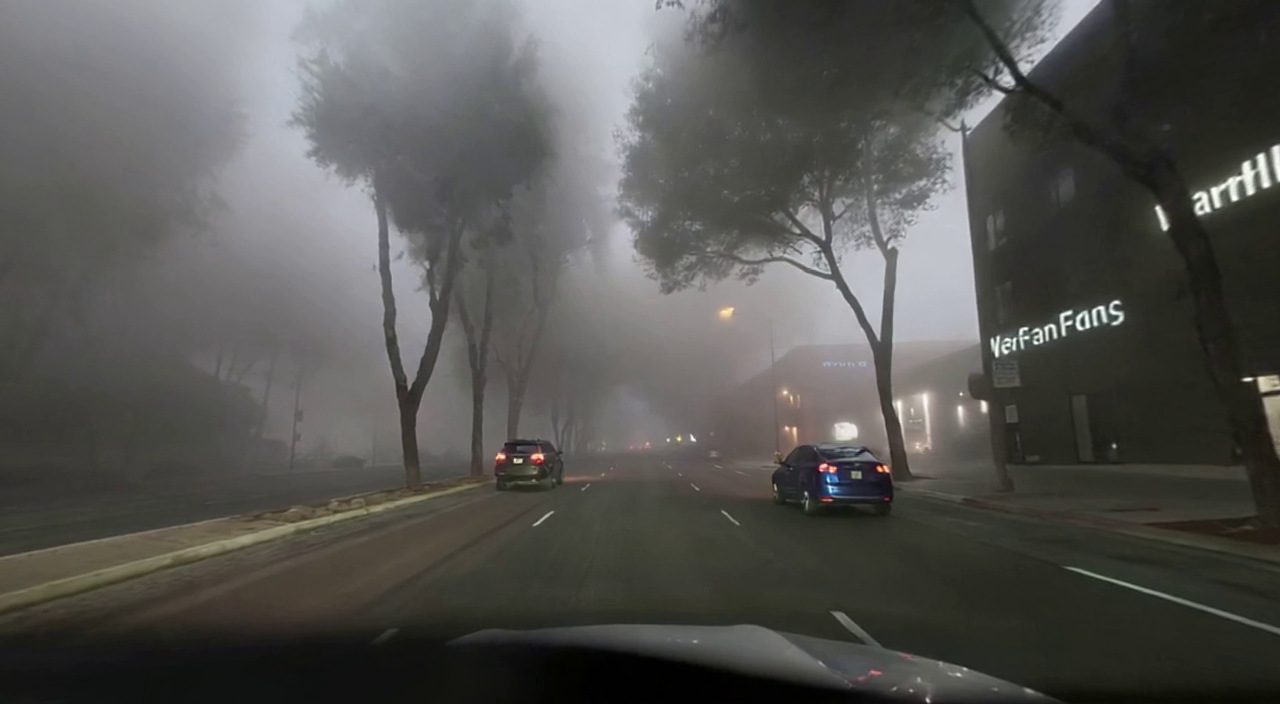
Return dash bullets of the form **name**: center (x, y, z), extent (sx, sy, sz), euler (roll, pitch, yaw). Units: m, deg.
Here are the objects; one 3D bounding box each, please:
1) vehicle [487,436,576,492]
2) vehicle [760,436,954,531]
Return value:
- **vehicle**: center (-3.559, 3.779, 21.691), extent (2.145, 1.694, 4.642), euler (0, -9, 1)
- **vehicle**: center (3.866, 2.417, 12.286), extent (1.961, 1.482, 4.538), euler (0, -9, -3)
